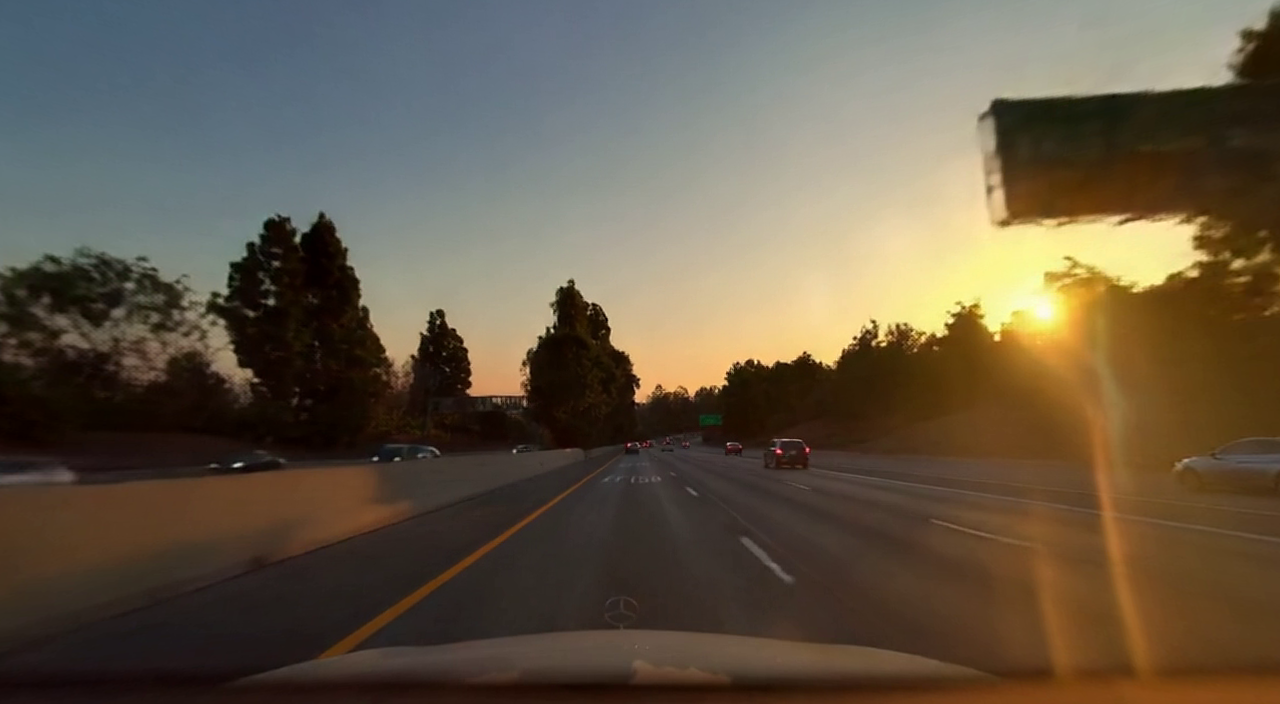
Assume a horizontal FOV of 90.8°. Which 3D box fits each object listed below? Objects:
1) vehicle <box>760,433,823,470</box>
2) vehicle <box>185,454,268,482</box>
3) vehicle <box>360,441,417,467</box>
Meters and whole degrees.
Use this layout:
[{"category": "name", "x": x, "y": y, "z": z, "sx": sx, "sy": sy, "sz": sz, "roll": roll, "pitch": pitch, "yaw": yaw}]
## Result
[{"category": "vehicle", "x": 7.998, "y": 5.307, "z": 33.880, "sx": 2.098, "sy": 1.820, "sz": 4.505, "roll": 1, "pitch": -9, "yaw": -2}, {"category": "vehicle", "x": -24.883, "y": 6.965, "z": 38.280, "sx": 1.922, "sy": 1.525, "sz": 4.595, "roll": 0, "pitch": -8, "yaw": 0}, {"category": "vehicle", "x": -17.187, "y": 7.007, "z": 43.431, "sx": 1.996, "sy": 1.697, "sz": 4.653, "roll": 0, "pitch": -9, "yaw": 0}]
